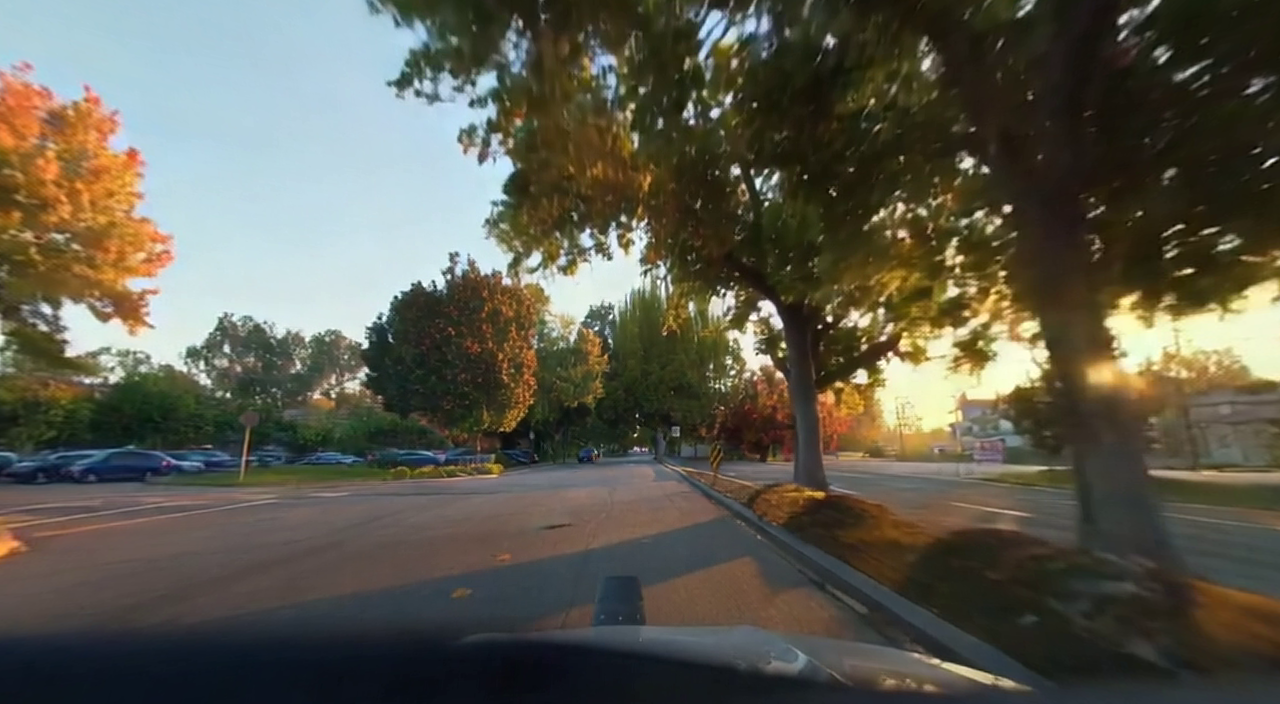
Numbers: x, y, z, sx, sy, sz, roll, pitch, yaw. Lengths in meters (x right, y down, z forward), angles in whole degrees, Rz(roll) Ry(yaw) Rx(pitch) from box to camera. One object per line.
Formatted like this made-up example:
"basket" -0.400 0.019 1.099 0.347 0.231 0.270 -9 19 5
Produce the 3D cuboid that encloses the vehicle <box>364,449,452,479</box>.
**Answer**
"vehicle" -13.803 6.641 37.572 4.422 1.694 2.026 0 -9 1

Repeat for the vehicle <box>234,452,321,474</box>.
"vehicle" -26.734 8.185 46.555 5.024 1.494 2.242 0 -8 1

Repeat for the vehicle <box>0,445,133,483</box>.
"vehicle" -26.878 5.212 29.403 4.456 1.665 2.161 0 -9 0
